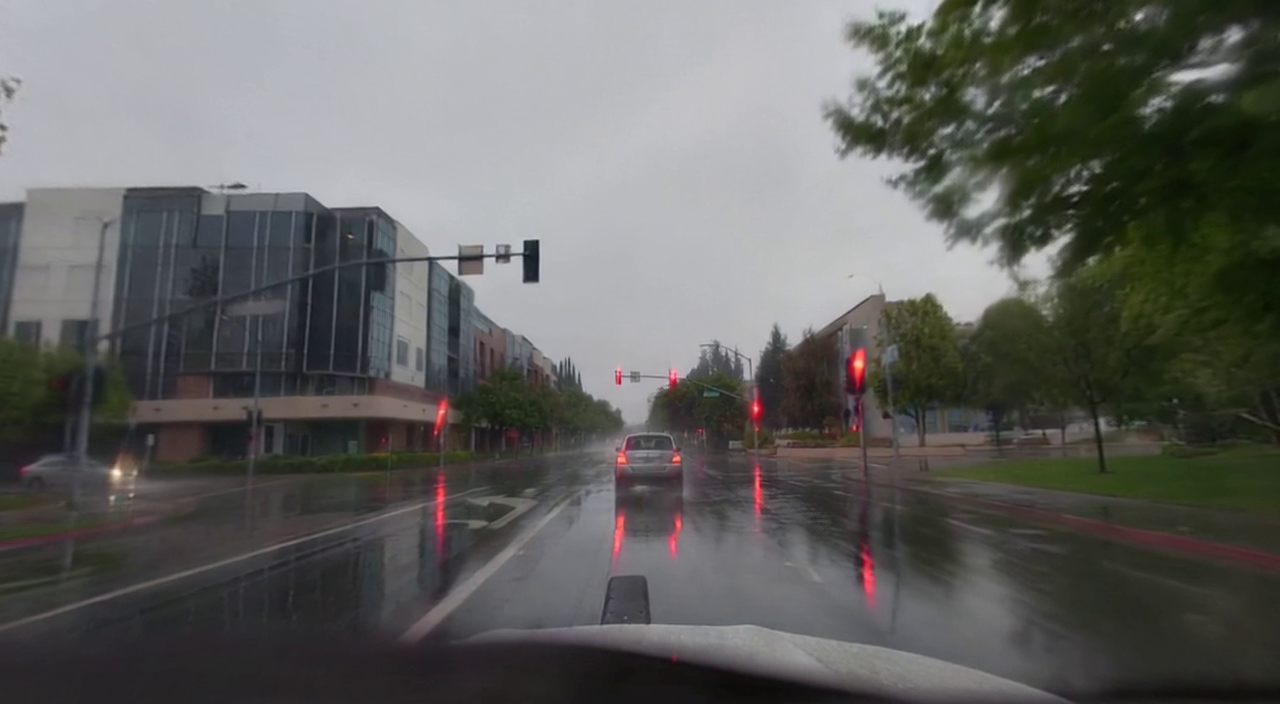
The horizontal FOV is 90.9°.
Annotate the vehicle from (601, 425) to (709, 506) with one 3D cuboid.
[{"bbox_3d":[0.305,2.611,14.906,2.184,1.640,4.086,0,-8,0],"label":"vehicle"}]

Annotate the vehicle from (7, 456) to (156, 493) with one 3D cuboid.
[{"bbox_3d":[-23.833,5.213,27.009,4.494,1.475,1.893,0,-8,-1],"label":"vehicle"}]
